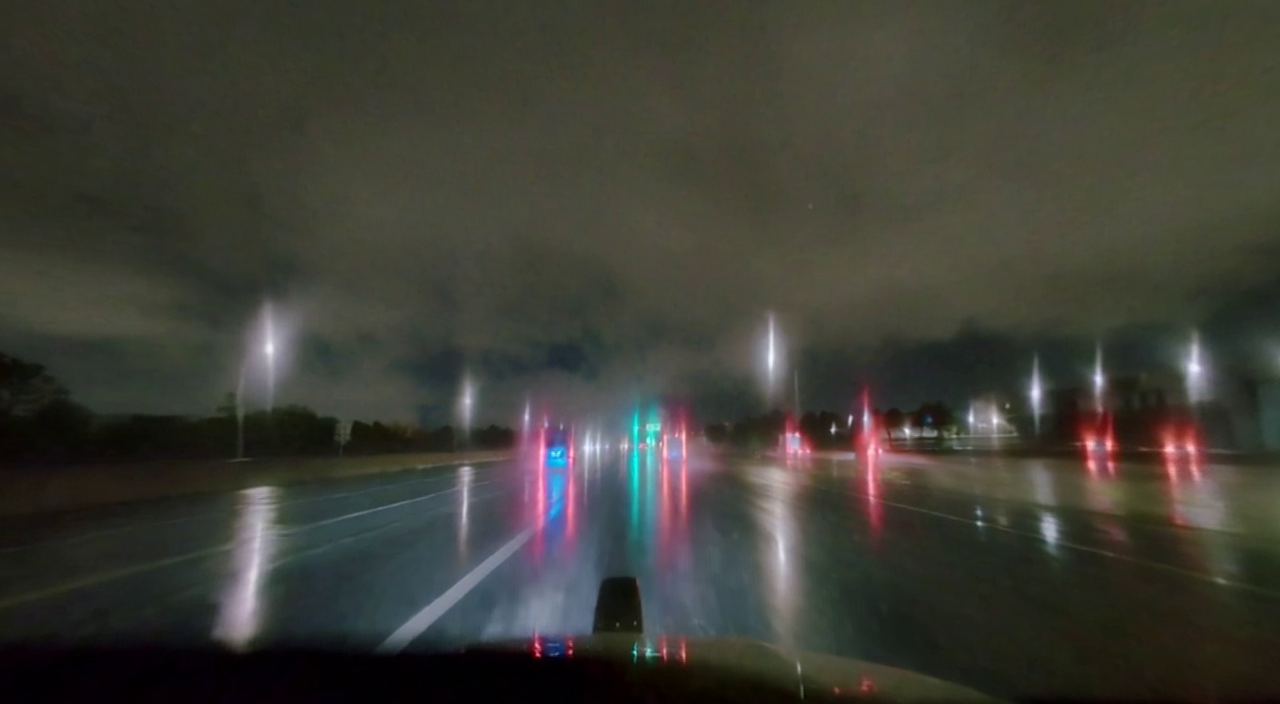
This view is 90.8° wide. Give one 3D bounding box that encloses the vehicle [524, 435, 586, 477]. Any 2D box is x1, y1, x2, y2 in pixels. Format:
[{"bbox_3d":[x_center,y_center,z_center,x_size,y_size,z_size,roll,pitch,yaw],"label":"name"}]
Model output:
[{"bbox_3d":[-3.889,4.859,29.771,2.205,1.773,5.124,0,-9,0],"label":"vehicle"}]
